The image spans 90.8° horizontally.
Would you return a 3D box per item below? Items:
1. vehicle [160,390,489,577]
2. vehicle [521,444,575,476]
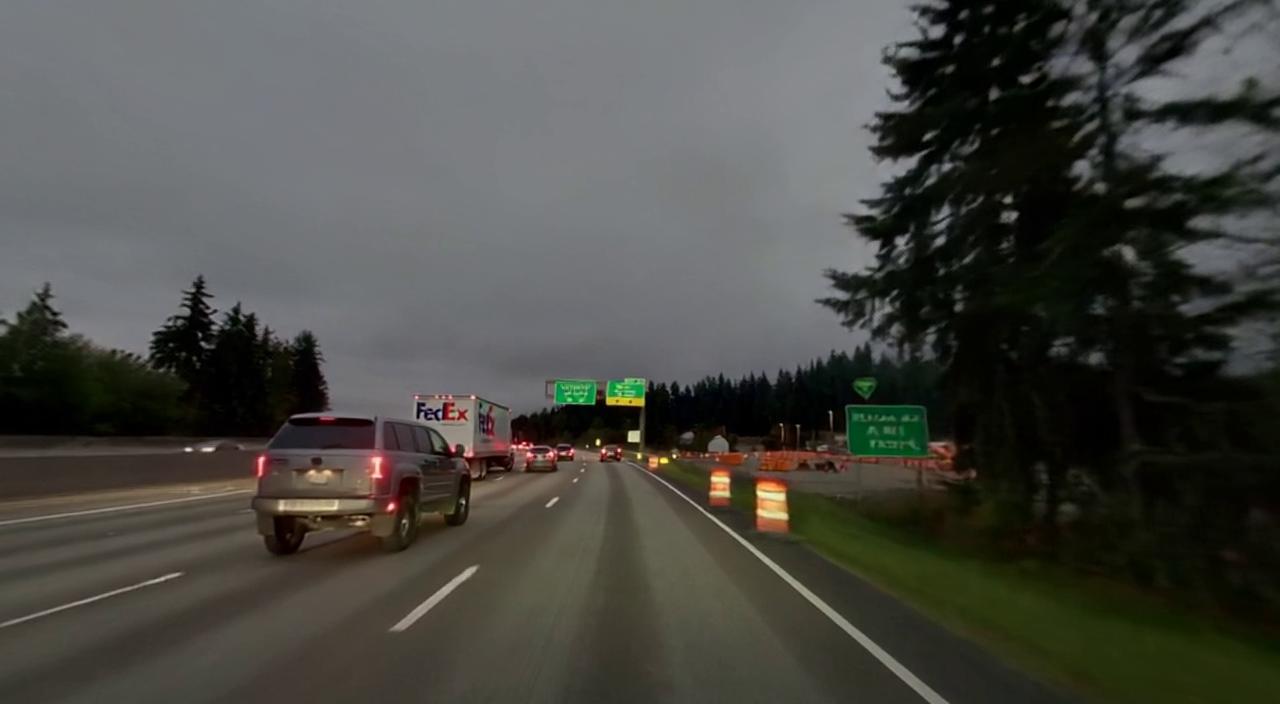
[{"bbox_3d":[-3.759,1.678,8.783,2.170,1.886,4.628,0,-9,0],"label":"vehicle"},{"bbox_3d":[-4.412,5.278,31.136,2.192,1.478,4.591,0,-9,-3],"label":"vehicle"}]
